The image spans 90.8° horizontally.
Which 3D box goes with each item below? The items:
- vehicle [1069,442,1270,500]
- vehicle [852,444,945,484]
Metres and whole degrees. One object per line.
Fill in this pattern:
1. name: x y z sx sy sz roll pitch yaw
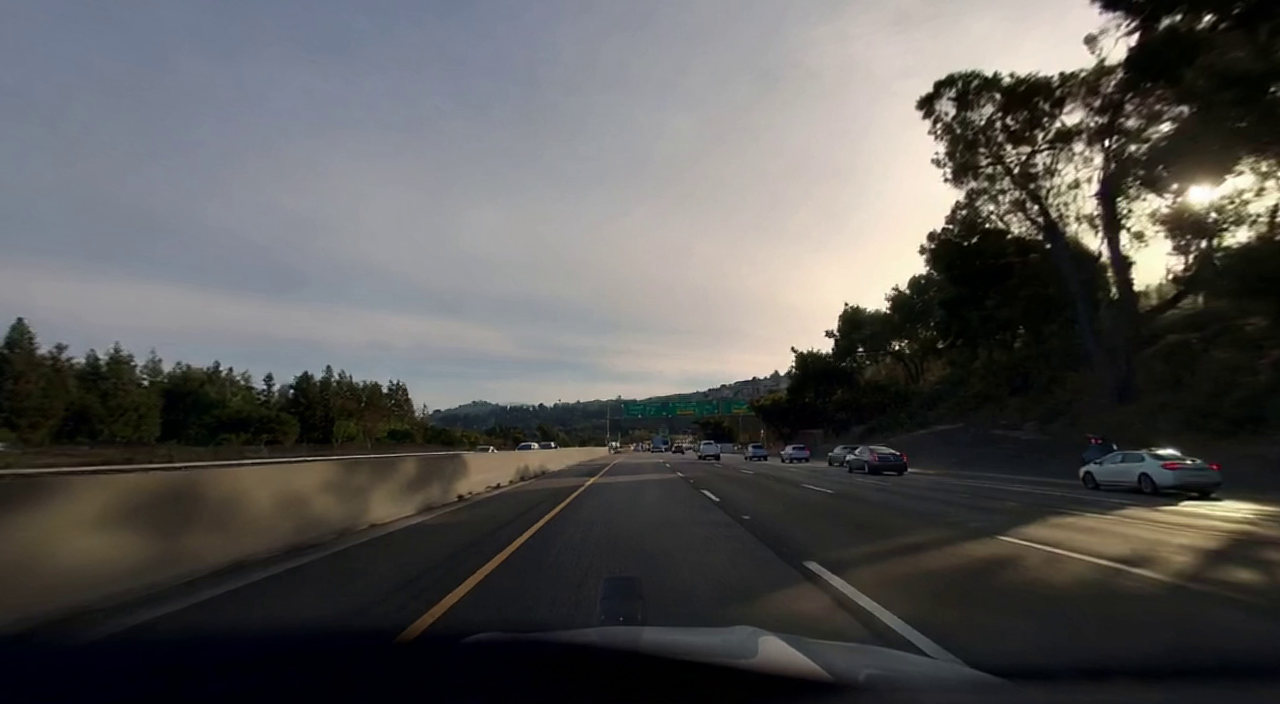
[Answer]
1. vehicle: 15.378 3.454 18.801 1.915 1.479 4.691 0 -9 0
2. vehicle: 10.072 4.369 24.987 1.836 1.418 4.132 0 -9 -1
